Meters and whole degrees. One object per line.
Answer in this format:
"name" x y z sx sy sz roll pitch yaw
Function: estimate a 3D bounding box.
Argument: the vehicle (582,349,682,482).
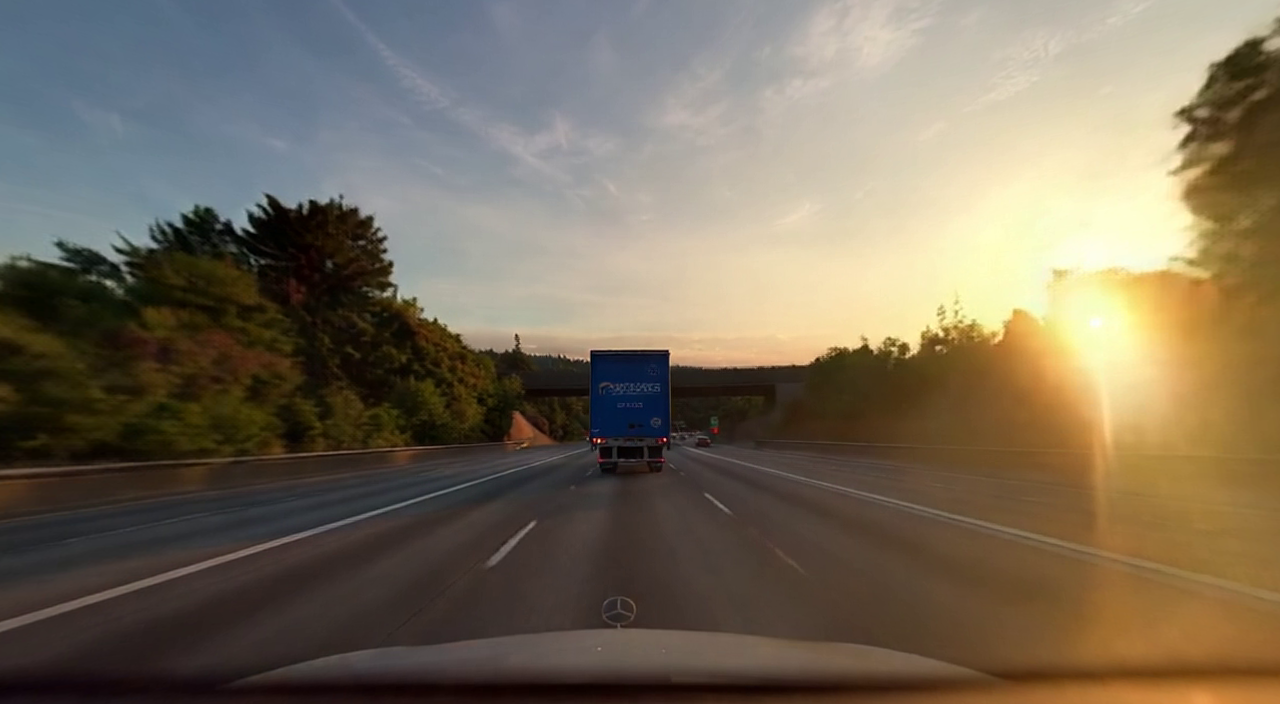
"vehicle" -0.467 2.501 23.545 2.895 3.861 10.213 0 -8 -3
